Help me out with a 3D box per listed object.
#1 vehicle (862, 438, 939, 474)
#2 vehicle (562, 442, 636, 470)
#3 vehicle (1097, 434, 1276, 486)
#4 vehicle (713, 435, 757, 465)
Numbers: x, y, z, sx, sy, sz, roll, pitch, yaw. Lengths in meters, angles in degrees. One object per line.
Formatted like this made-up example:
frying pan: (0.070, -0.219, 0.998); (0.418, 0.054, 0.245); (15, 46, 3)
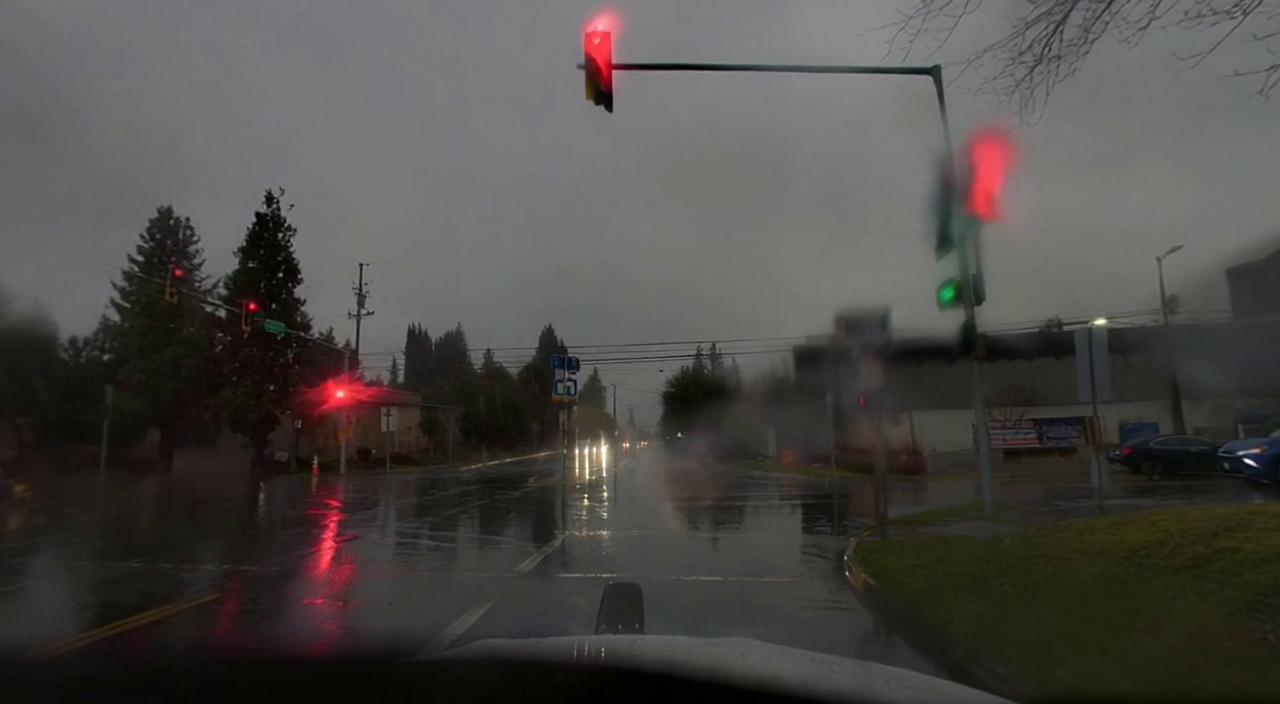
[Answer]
vehicle: (12.389, 5.039, 30.269); (1.922, 1.529, 3.964); (0, -12, -1)
vehicle: (-2.447, 6.152, 37.557); (3.991, 1.526, 1.868); (-4, -9, 30)
vehicle: (16.794, 3.321, 19.524); (3.876, 1.512, 1.784); (0, -8, -1)
vehicle: (6.933, 7.136, 46.165); (1.491, 2.041, 2.964); (6, -9, -35)
